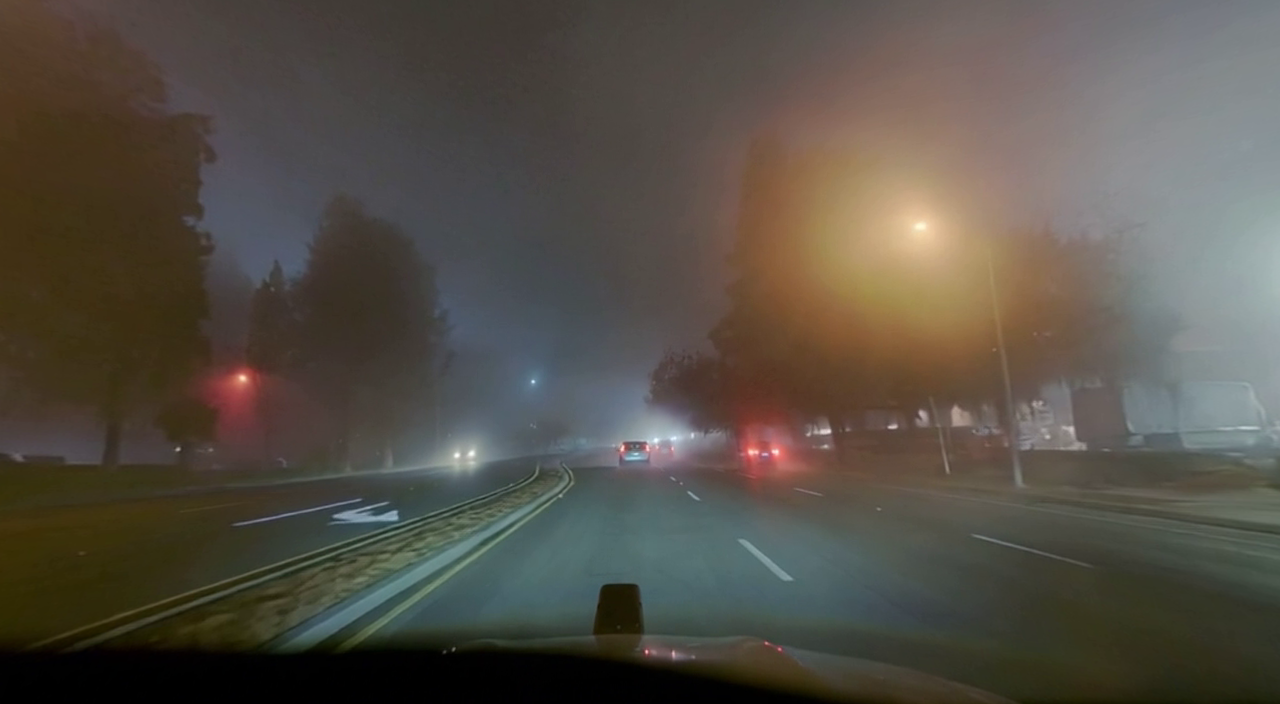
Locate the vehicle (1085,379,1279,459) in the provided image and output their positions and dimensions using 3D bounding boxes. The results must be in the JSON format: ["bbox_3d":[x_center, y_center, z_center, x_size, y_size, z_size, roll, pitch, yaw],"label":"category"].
[{"bbox_3d":[23.984,2.942,27.311,7.258,3.283,2.680,0,-8,0],"label":"vehicle"}]

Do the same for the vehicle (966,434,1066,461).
[{"bbox_3d":[20.849,5.289,35.119,4.249,1.420,2.039,0,-8,-2],"label":"vehicle"}]

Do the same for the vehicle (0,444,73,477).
[{"bbox_3d":[-43.315,7.499,43.373,6.003,2.112,2.404,0,-10,-9],"label":"vehicle"}]

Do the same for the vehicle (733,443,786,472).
[{"bbox_3d":[6.797,6.037,36.370,2.029,1.548,4.422,0,-8,-2],"label":"vehicle"}]

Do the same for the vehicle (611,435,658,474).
[{"bbox_3d":[-0.306,5.164,31.967,2.227,1.794,4.457,0,-8,-1],"label":"vehicle"}]

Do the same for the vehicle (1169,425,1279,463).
[{"bbox_3d":[23.285,3.592,24.604,3.651,1.409,1.857,0,-8,0],"label":"vehicle"}]
